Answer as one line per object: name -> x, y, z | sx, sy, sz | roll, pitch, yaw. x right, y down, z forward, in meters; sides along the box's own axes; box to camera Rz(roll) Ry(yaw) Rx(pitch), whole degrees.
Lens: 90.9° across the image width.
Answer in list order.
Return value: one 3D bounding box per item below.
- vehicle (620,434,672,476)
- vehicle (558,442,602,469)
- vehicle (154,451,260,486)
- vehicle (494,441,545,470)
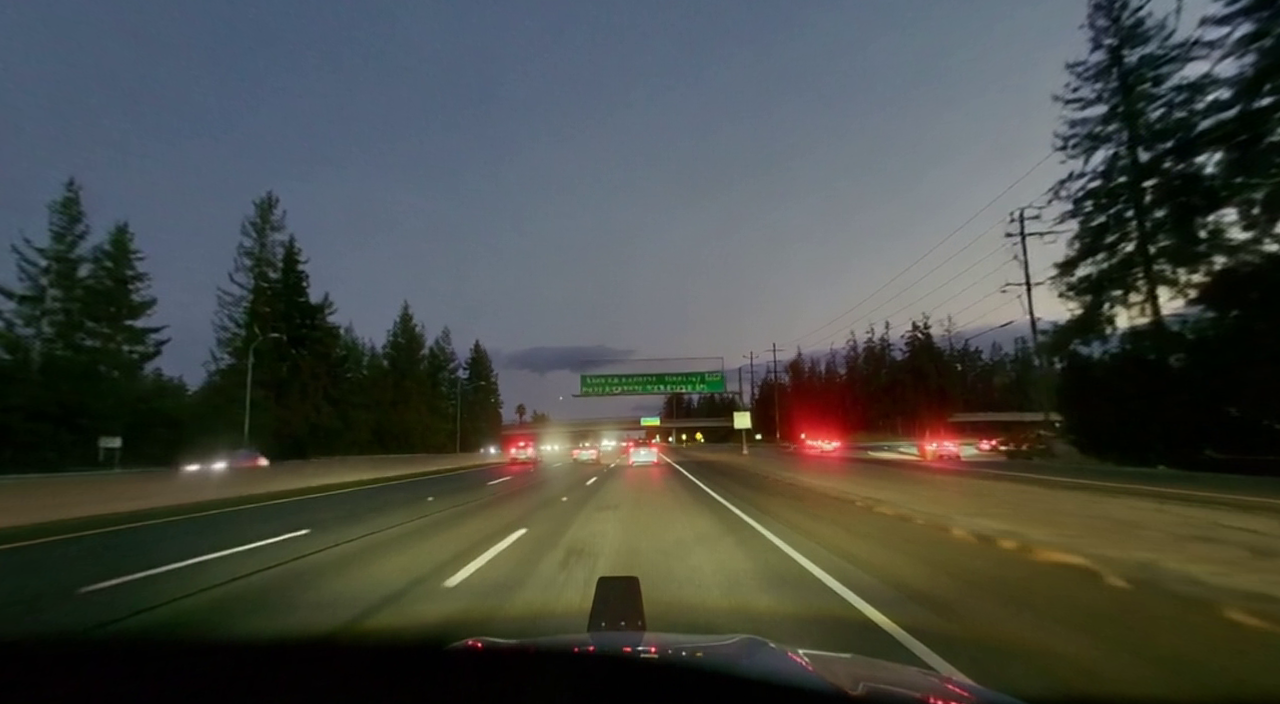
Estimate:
vehicle -> 0.255, 4.562, 28.214 | 2.152, 1.697, 4.066 | 0, -8, 0
vehicle -> -3.428, 6.019, 36.879 | 2.056, 1.464, 4.564 | 0, -8, 1
vehicle -> -20.936, 5.635, 30.772 | 1.886, 1.513, 4.625 | 0, -8, 0
vehicle -> -7.286, 6.286, 38.637 | 2.139, 1.653, 4.614 | 0, -8, 2
